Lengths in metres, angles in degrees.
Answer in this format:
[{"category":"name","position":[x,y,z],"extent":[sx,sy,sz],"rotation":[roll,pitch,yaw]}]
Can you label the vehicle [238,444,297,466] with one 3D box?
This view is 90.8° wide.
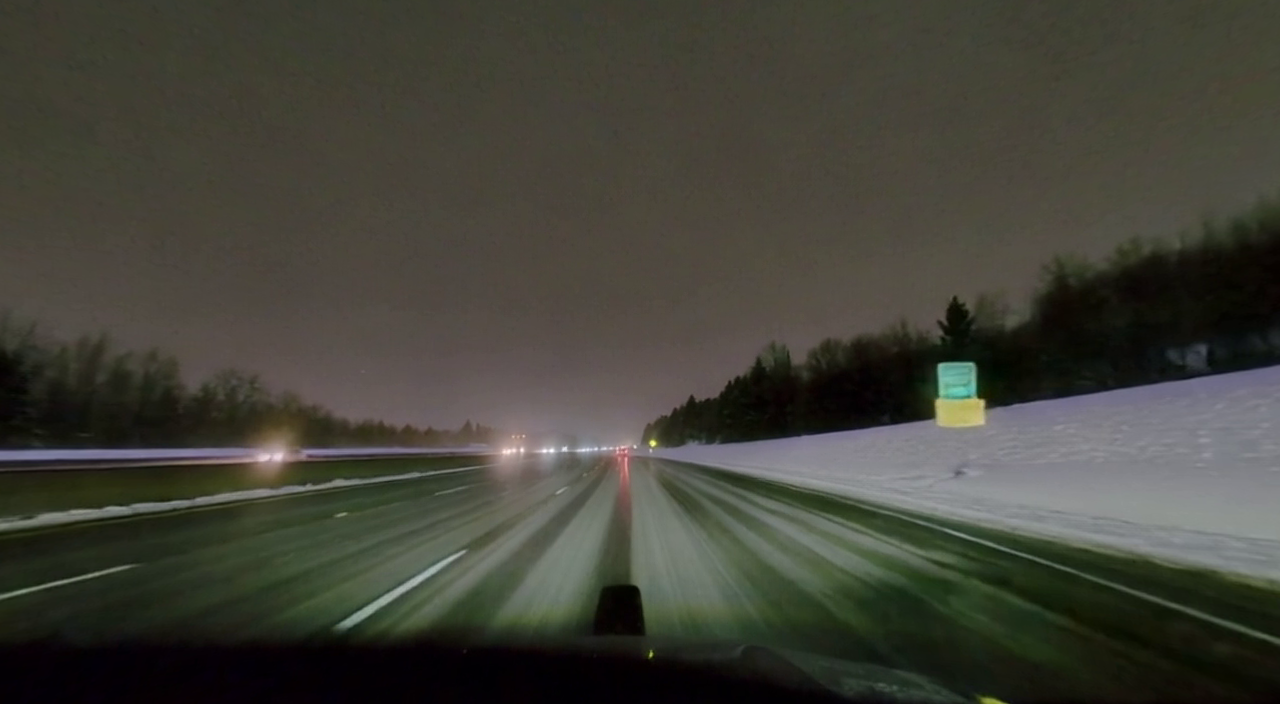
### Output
[{"category":"vehicle","position":[-26.004,7.192,44.165],"extent":[1.766,1.461,3.983],"rotation":[0,-9,-2]}]
